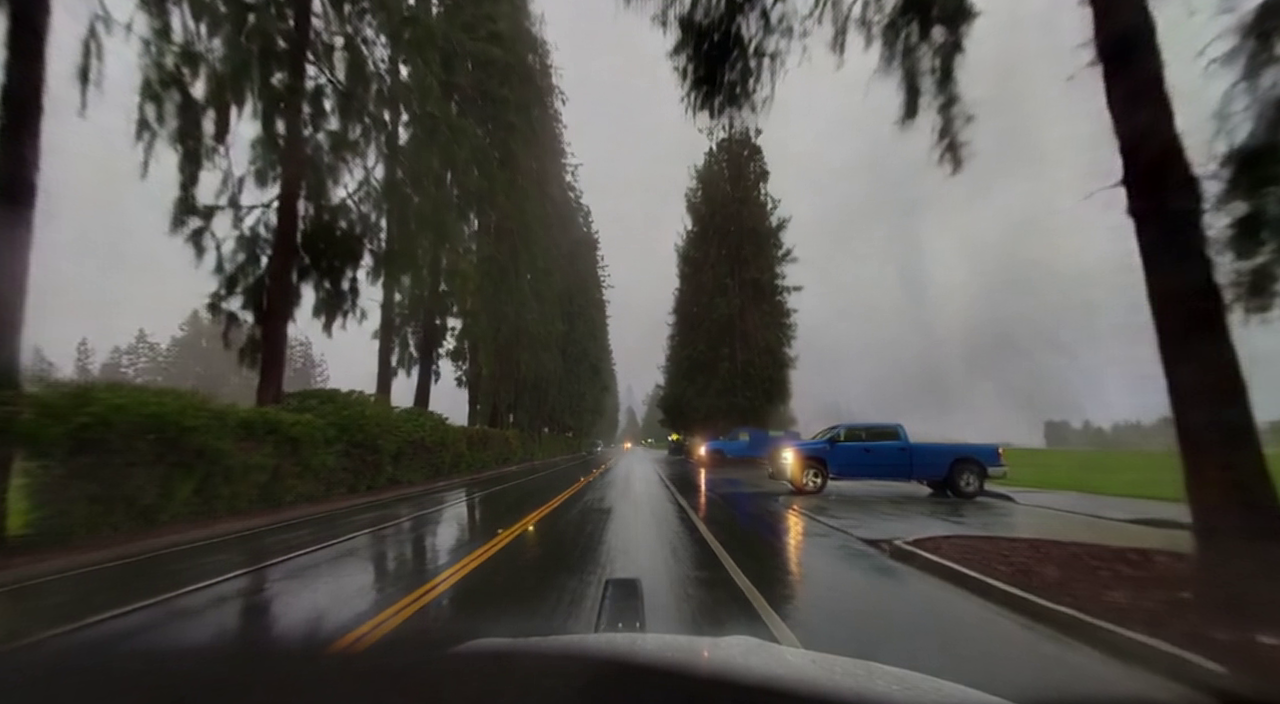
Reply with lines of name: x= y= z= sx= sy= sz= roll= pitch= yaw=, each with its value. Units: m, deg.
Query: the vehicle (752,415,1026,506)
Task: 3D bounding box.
vehicle: x=5.969 y=2.688 z=15.901 sx=5.797 sy=2.070 sz=2.502 roll=0 pitch=-8 yaw=-1
